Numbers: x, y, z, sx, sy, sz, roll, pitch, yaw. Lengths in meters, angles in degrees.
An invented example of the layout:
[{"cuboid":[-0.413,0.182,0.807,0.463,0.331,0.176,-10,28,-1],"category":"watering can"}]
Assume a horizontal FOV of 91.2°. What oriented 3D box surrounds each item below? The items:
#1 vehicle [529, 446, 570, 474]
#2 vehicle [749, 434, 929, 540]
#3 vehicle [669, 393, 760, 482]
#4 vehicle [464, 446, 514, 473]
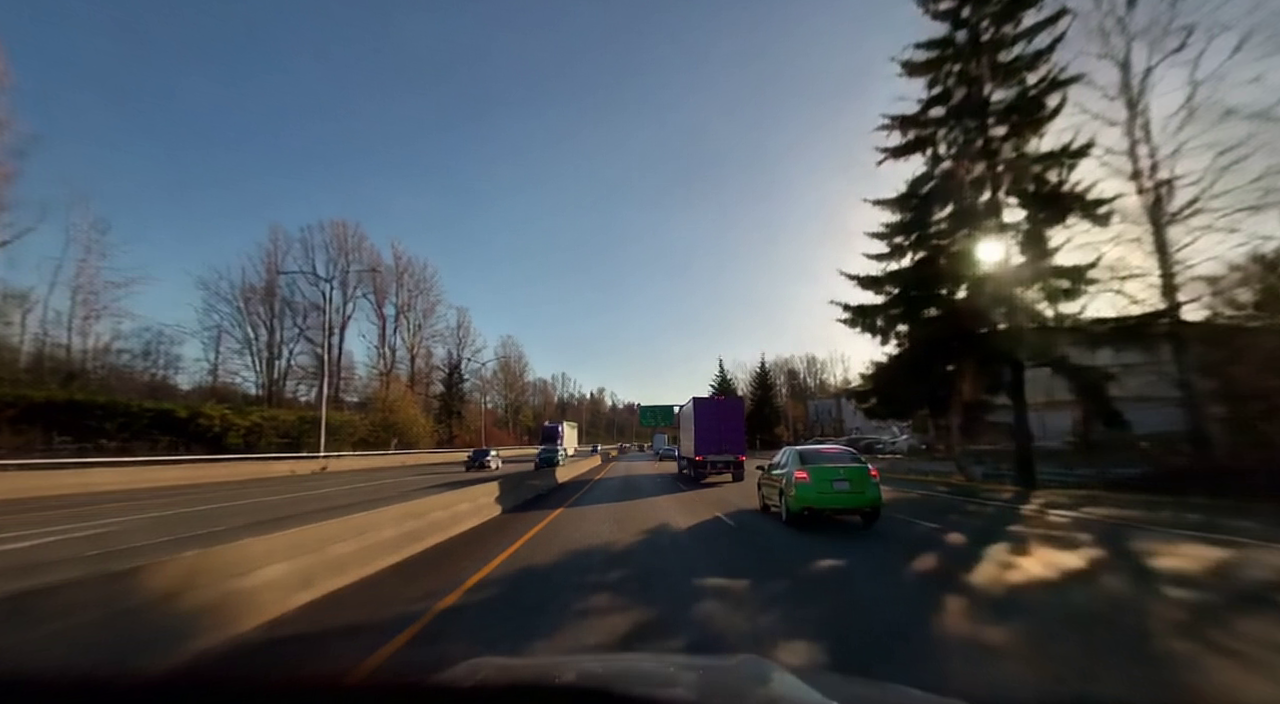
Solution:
[{"cuboid":[-5.310,6.392,37.218,1.817,1.539,3.879,-1,-9,1],"category":"vehicle"},{"cuboid":[3.342,2.334,11.421,1.971,1.558,3.834,0,-9,0],"category":"vehicle"},{"cuboid":[3.308,4.516,32.383,2.916,3.563,14.462,0,-9,0],"category":"vehicle"},{"cuboid":[-9.200,6.594,38.541,1.903,1.521,4.161,-1,-9,2],"category":"vehicle"}]
